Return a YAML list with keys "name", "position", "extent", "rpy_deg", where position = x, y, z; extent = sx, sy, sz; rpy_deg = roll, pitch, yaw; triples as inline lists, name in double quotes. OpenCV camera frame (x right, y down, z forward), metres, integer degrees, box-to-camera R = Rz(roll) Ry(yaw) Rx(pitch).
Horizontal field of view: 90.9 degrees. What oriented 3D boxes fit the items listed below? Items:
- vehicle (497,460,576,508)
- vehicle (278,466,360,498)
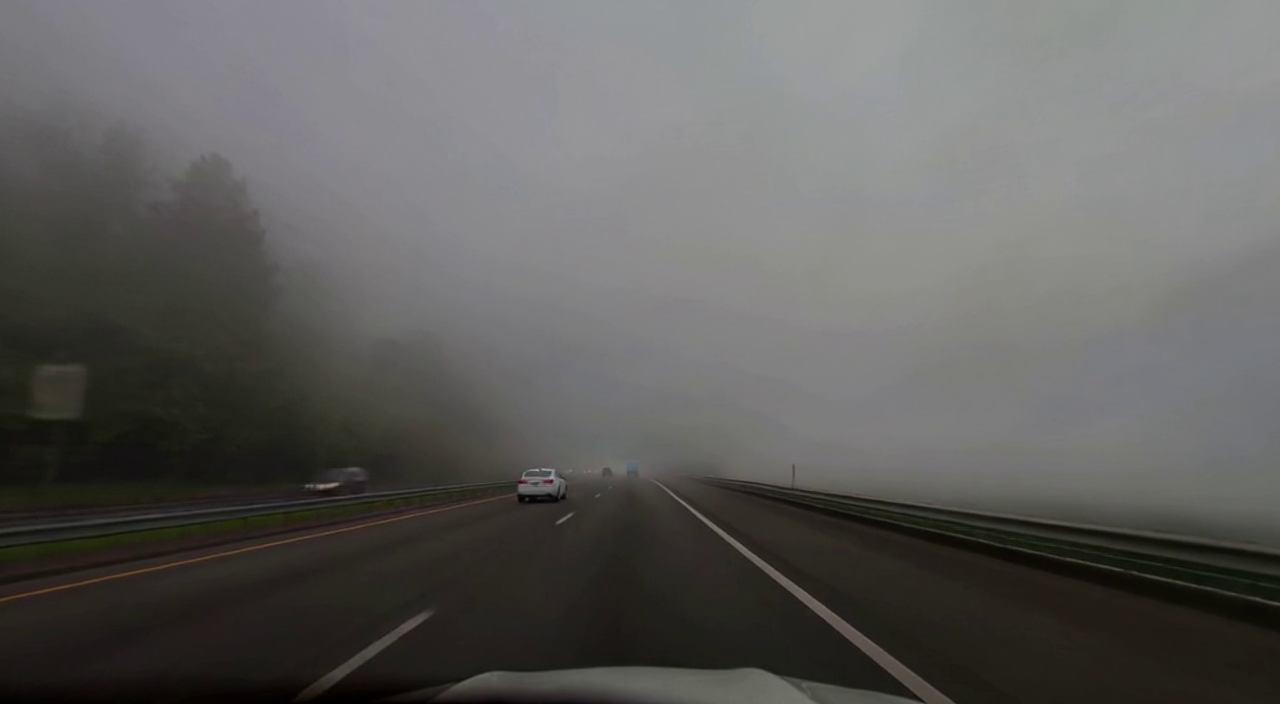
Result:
- name: "vehicle"
  position: [-3.654, 4.810, 23.135]
  extent: [2.006, 1.516, 4.820]
  rpy_deg: [1, -11, 1]
- name: "vehicle"
  position: [-16.592, 6.726, 32.830]
  extent: [1.880, 1.526, 4.462]
  rpy_deg: [1, -11, 1]
